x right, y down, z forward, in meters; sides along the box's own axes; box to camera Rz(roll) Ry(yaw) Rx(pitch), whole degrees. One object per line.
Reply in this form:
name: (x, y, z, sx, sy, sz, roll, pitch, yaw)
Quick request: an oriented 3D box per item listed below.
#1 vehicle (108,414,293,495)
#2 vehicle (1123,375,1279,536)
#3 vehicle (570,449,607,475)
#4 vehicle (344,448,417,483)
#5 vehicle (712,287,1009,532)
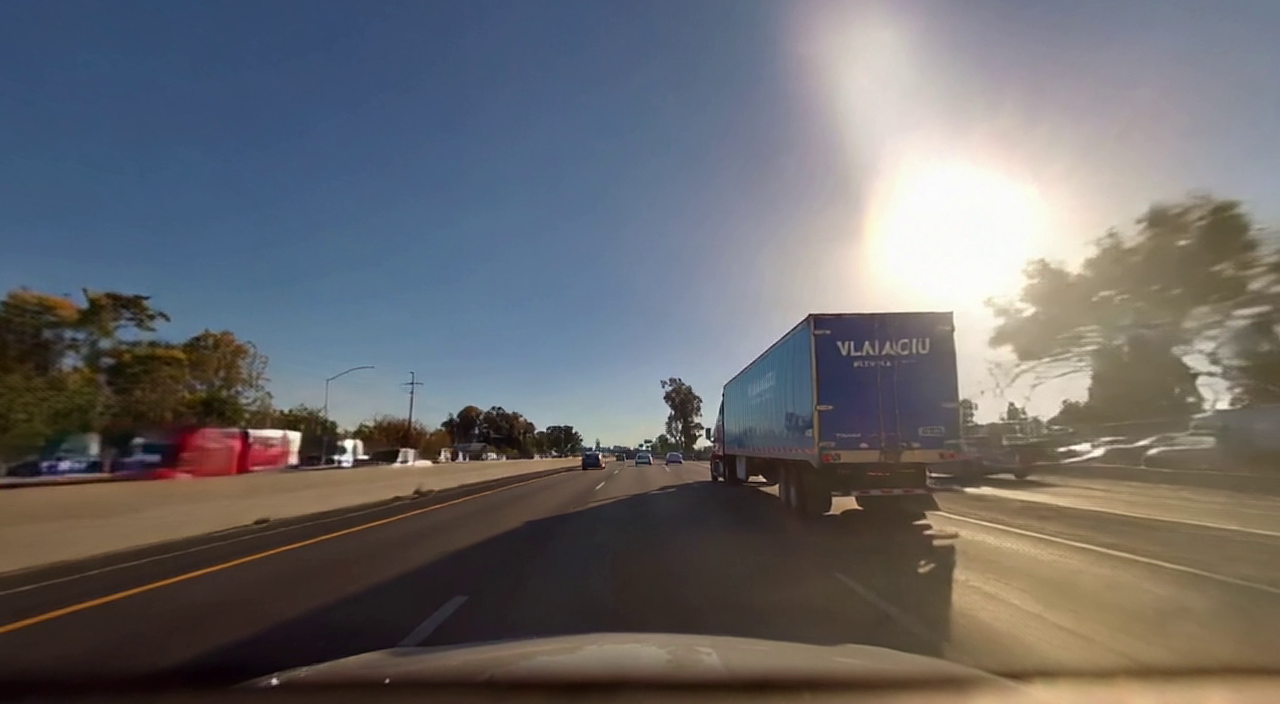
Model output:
vehicle: (-15.828, 3.759, 23.306, 2.519, 2.602, 5.775, 0, -9, 1)
vehicle: (17.880, 2.286, 13.806, 2.856, 4.064, 14.685, 0, -9, 0)
vehicle: (-3.377, 7.308, 42.261, 2.107, 1.626, 4.804, 0, -9, 0)
vehicle: (-11.376, 4.987, 27.835, 1.703, 1.402, 3.514, 0, -9, 0)
vehicle: (4.409, 2.000, 17.548, 2.847, 4.075, 14.244, 0, -9, -1)
